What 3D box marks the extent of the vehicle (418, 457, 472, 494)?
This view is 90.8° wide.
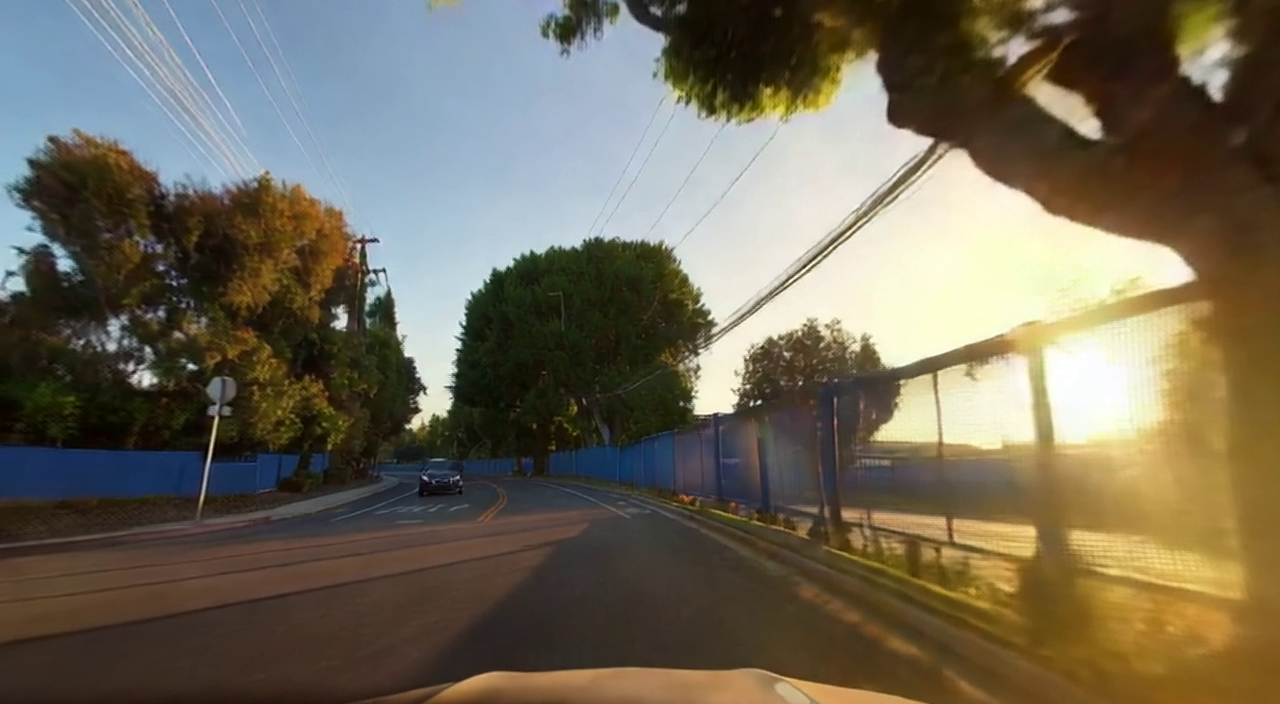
[{"bbox_3d":[-8.709,5.529,28.605,2.034,1.479,4.521,2,-9,-14],"label":"vehicle"}]
